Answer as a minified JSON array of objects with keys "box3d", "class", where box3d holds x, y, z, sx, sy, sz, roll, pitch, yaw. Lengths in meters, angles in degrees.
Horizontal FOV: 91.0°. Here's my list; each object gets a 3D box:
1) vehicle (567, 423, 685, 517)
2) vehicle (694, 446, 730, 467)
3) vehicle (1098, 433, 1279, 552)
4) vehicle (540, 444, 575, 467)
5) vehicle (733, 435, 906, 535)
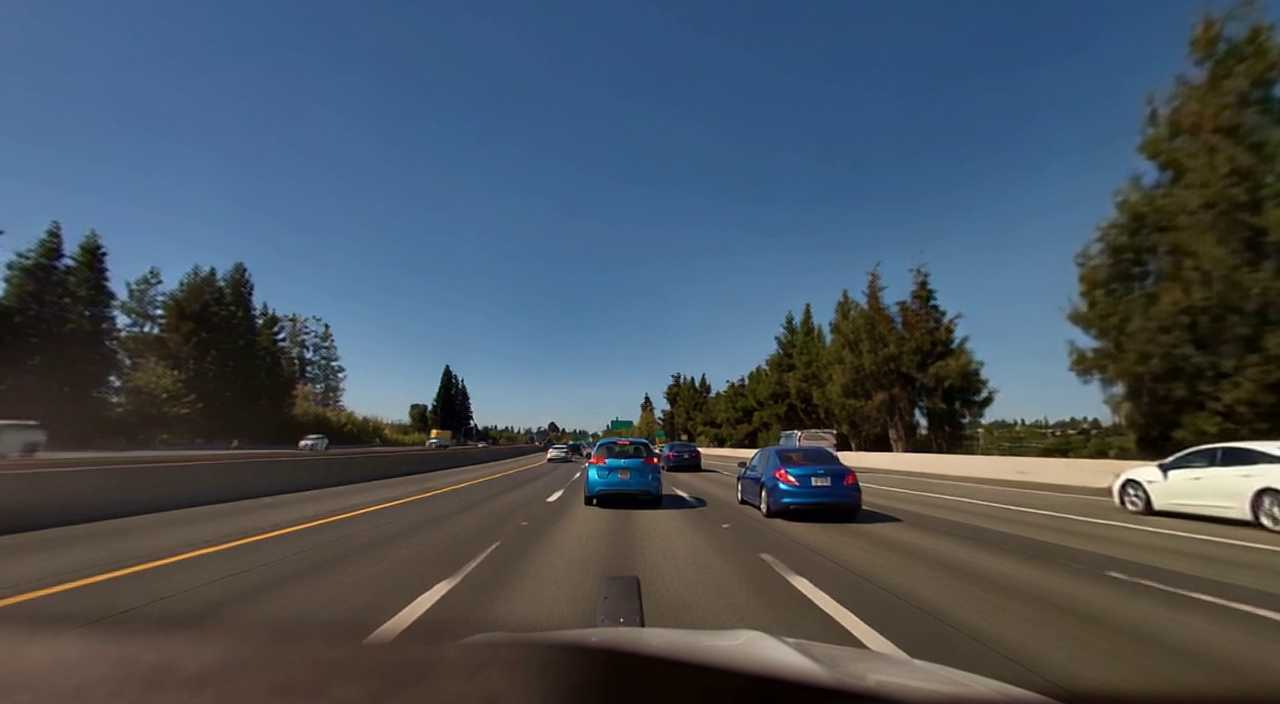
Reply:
[{"box3d":[-0.287,2.494,13.715,2.181,1.728,3.970,1,-9,-1],"class":"vehicle"},{"box3d":[5.401,7.876,47.689,1.972,1.521,4.498,1,-9,-4],"class":"vehicle"},{"box3d":[9.949,2.103,9.658,2.106,1.641,4.671,1,-9,-4],"class":"vehicle"},{"box3d":[-5.730,7.255,44.422,2.023,1.497,4.526,1,-9,-2],"class":"vehicle"},{"box3d":[3.129,2.412,12.036,1.975,1.532,4.227,1,-9,-1],"class":"vehicle"}]
